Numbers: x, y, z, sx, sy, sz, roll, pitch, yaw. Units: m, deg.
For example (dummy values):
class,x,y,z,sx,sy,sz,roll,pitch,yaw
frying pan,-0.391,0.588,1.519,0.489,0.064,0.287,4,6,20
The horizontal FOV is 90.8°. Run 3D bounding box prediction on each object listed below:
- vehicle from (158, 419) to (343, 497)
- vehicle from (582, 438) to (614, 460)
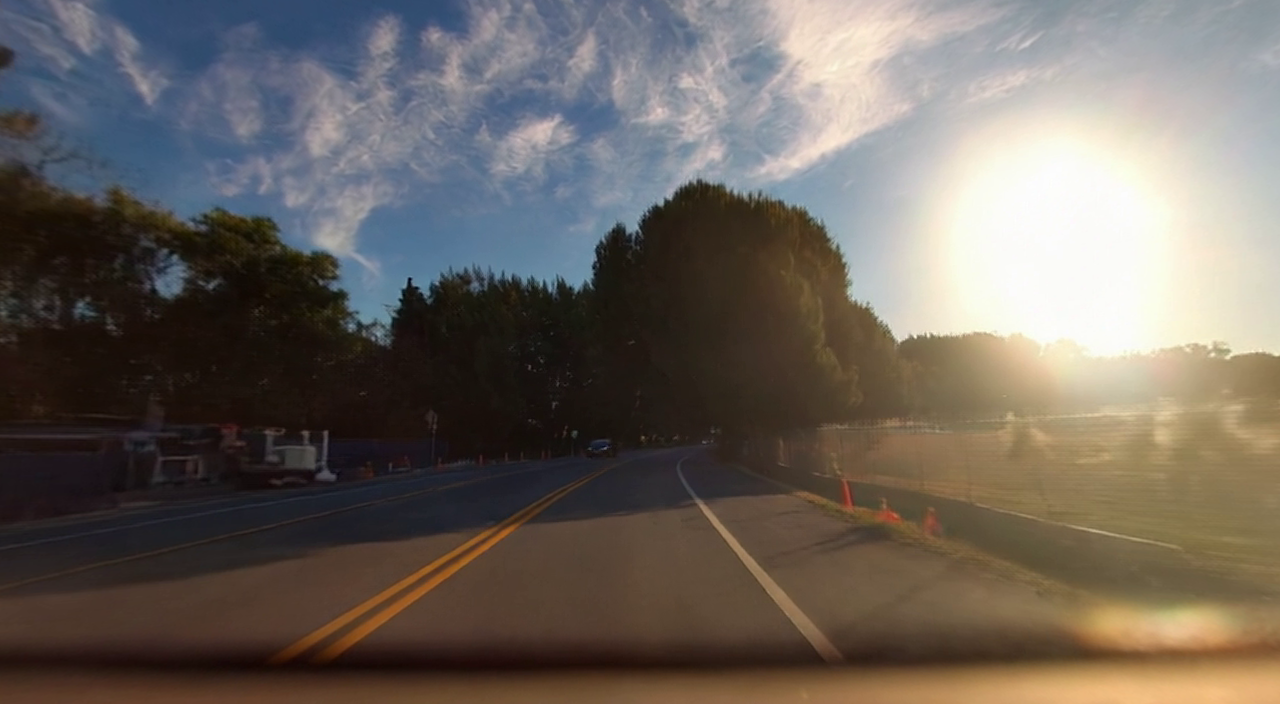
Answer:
class,x,y,z,sx,sy,sz,roll,pitch,yaw
vehicle,-12.056,3.312,20.305,2.244,2.022,6.102,-2,-8,-2
vehicle,-3.009,7.075,46.225,1.737,1.525,3.760,-1,-8,5
